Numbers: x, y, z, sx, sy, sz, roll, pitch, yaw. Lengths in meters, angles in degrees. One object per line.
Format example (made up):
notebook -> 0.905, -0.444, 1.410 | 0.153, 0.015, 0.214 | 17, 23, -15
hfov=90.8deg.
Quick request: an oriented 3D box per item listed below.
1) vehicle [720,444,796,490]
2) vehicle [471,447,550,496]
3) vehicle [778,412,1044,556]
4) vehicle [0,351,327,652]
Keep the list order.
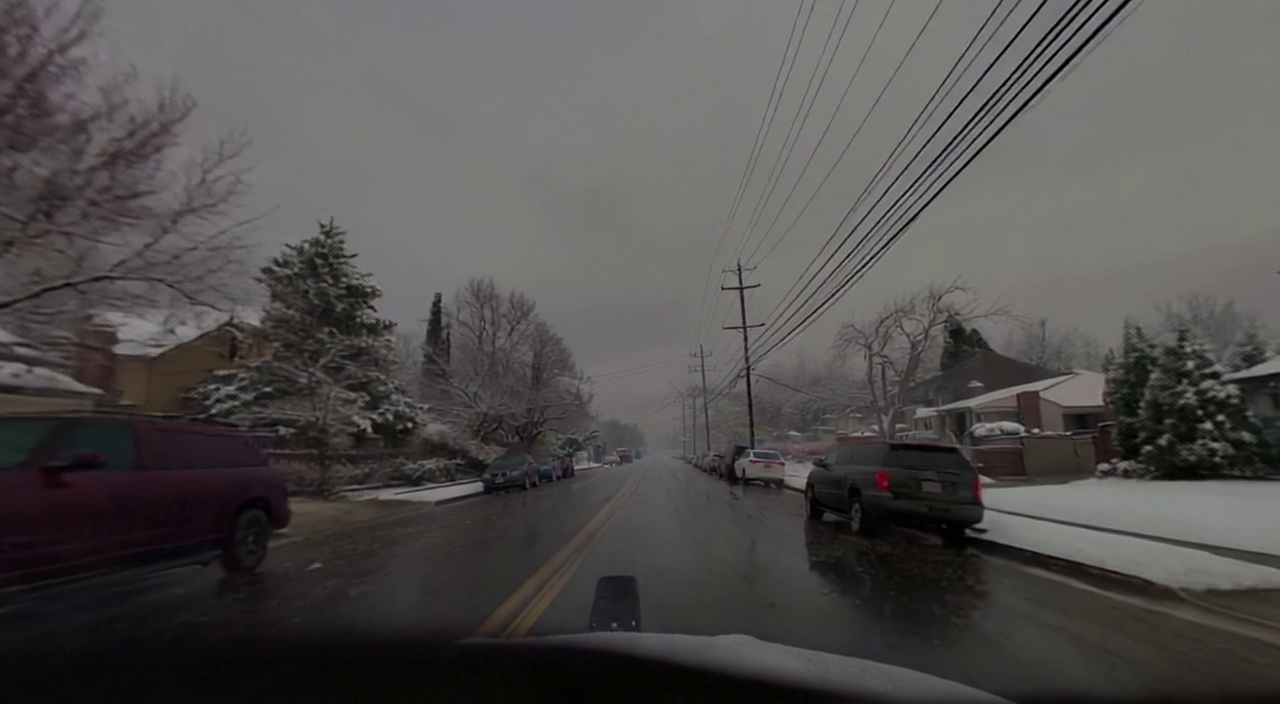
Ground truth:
vehicle -> 5.353, 5.306, 29.635 | 2.462, 1.894, 6.076 | 0, -9, 0
vehicle -> -4.831, 4.492, 24.232 | 1.971, 1.648, 4.638 | 0, -9, 1
vehicle -> 4.597, 2.361, 12.162 | 2.547, 2.075, 5.693 | 0, -9, 0
vehicle -> -5.325, 1.329, 5.850 | 2.194, 1.995, 4.814 | -3, -10, 3
